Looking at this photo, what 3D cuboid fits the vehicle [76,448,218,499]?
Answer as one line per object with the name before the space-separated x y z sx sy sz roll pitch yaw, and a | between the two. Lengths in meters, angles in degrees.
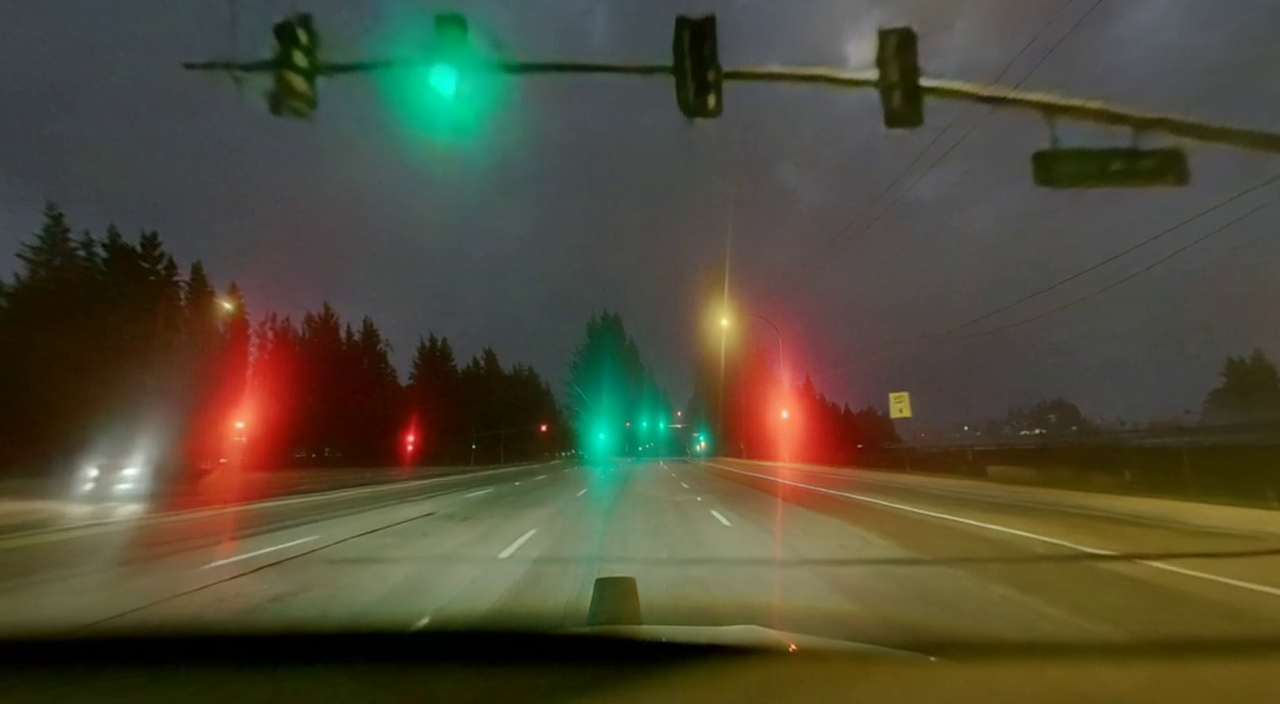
vehicle | -18.738 4.594 24.342 1.976 1.704 4.316 0 -8 -1
